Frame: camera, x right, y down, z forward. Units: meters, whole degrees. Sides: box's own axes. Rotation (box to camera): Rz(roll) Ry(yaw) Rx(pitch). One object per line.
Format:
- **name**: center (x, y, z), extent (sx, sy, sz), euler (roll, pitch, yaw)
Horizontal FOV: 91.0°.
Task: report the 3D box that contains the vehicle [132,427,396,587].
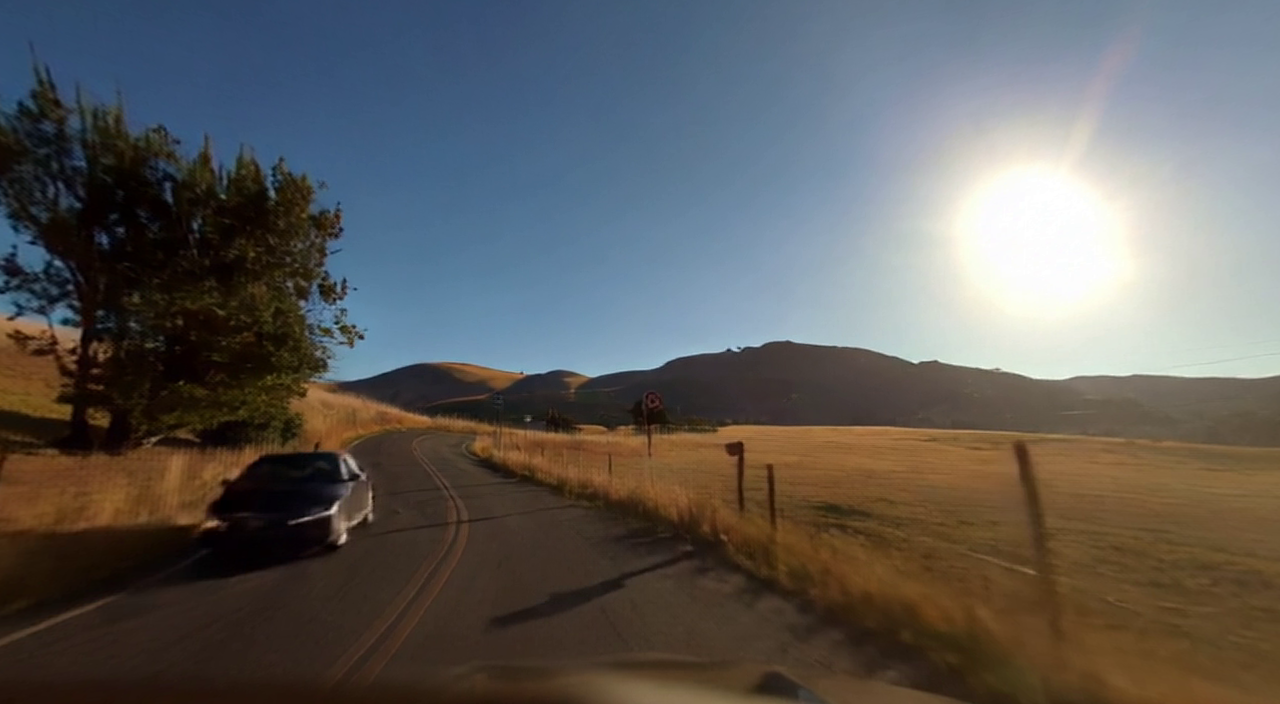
- **vehicle**: center (-5.023, 2.025, 9.203), extent (2.075, 1.562, 4.241), euler (-3, -8, -13)
